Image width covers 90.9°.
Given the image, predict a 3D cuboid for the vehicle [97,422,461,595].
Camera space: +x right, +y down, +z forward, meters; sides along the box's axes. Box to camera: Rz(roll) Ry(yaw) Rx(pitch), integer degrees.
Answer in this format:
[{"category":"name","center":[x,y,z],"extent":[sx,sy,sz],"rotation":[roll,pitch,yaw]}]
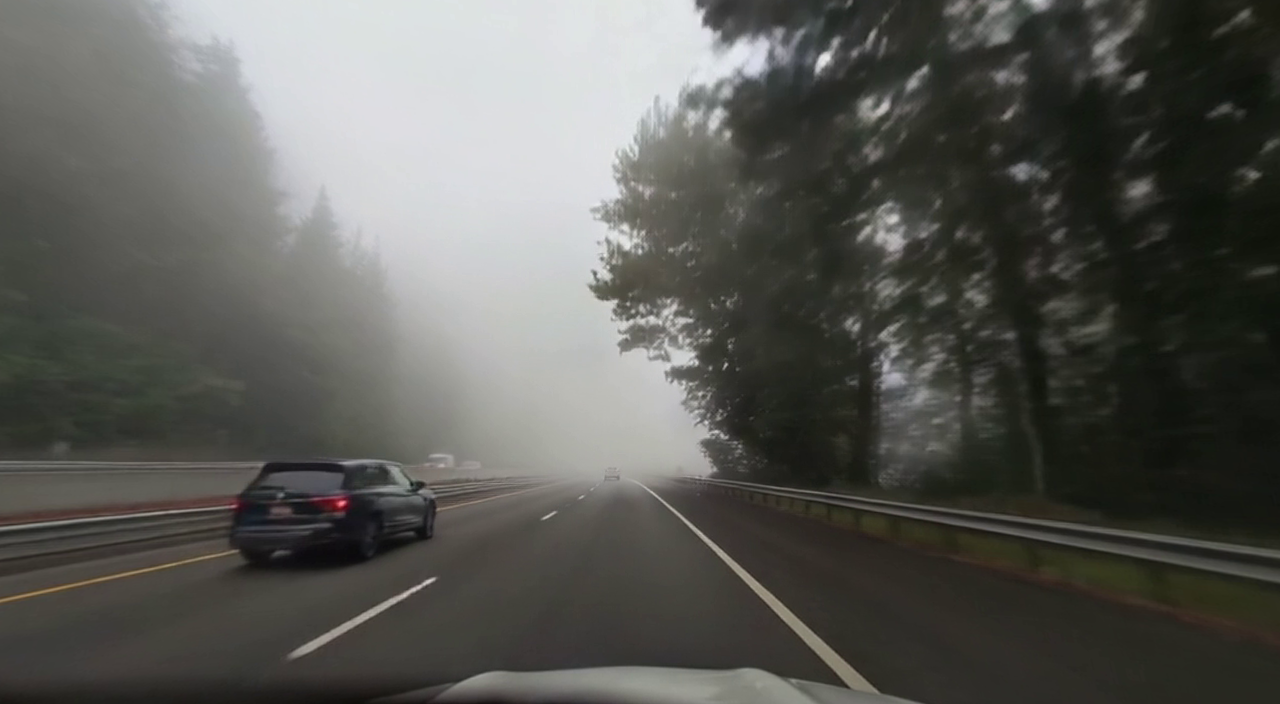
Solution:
[{"category":"vehicle","center":[-4.484,2.107,9.157],"extent":[2.286,1.757,5.057],"rotation":[1,-11,-1]}]
